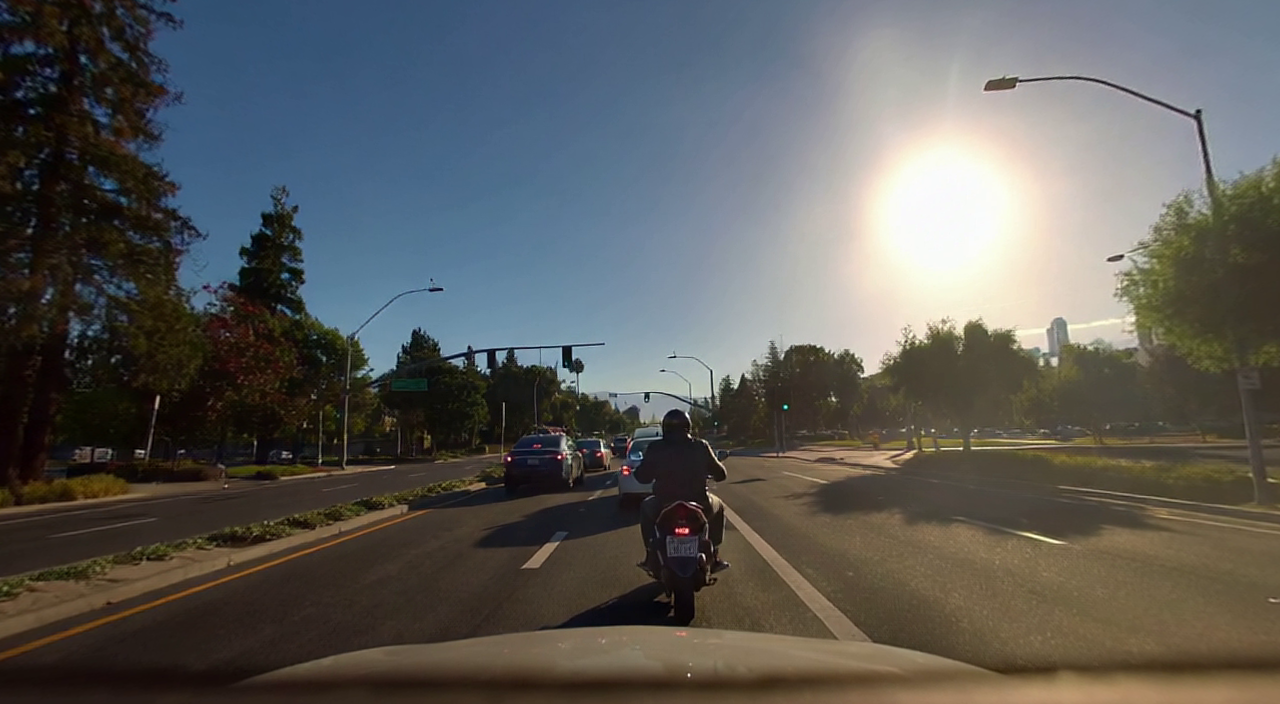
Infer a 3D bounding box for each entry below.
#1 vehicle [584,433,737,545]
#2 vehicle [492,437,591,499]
[{"bbox_3d":[0.332,2.146,10.676,2.009,1.450,4.608,-1,-8,2],"label":"vehicle"},{"bbox_3d":[-2.563,3.114,17.370,1.979,1.499,3.840,-1,-8,2],"label":"vehicle"}]
